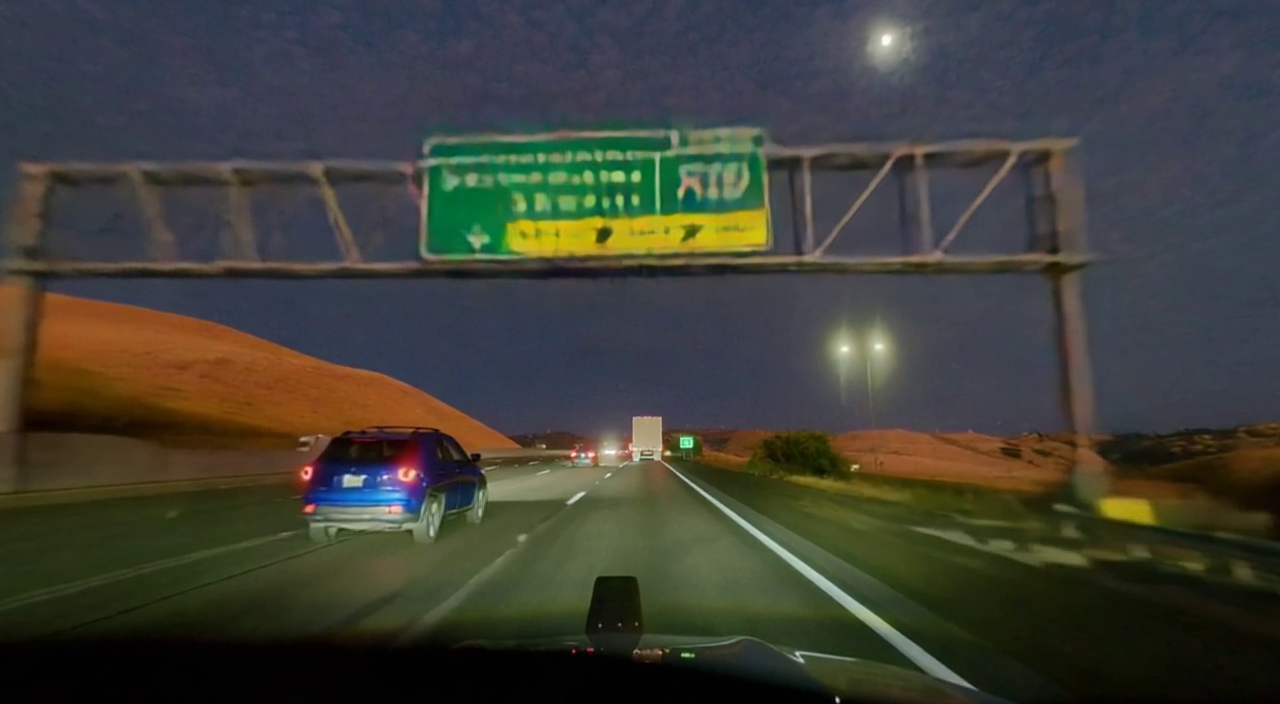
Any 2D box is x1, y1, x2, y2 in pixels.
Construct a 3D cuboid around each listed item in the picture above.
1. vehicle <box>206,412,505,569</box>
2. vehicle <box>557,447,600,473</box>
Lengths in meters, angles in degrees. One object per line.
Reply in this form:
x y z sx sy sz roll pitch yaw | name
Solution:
-3.702 1.907 9.458 2.194 1.725 4.698 0 -9 1 | vehicle
-3.744 6.629 39.026 2.101 1.476 4.471 0 -9 1 | vehicle
